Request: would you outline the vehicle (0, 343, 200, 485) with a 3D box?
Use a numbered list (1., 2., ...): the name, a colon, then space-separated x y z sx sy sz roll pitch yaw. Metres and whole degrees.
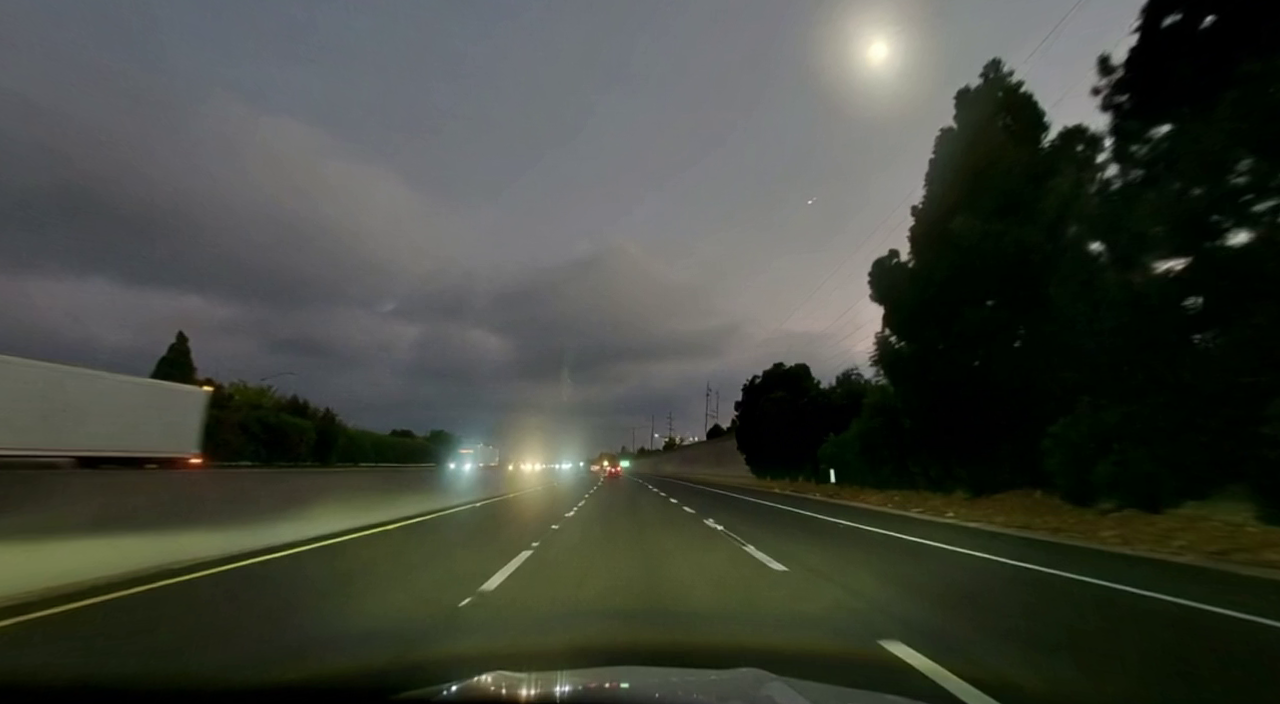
1. vehicle: -19.914 2.035 19.500 2.876 4.019 13.821 1 -10 -1
